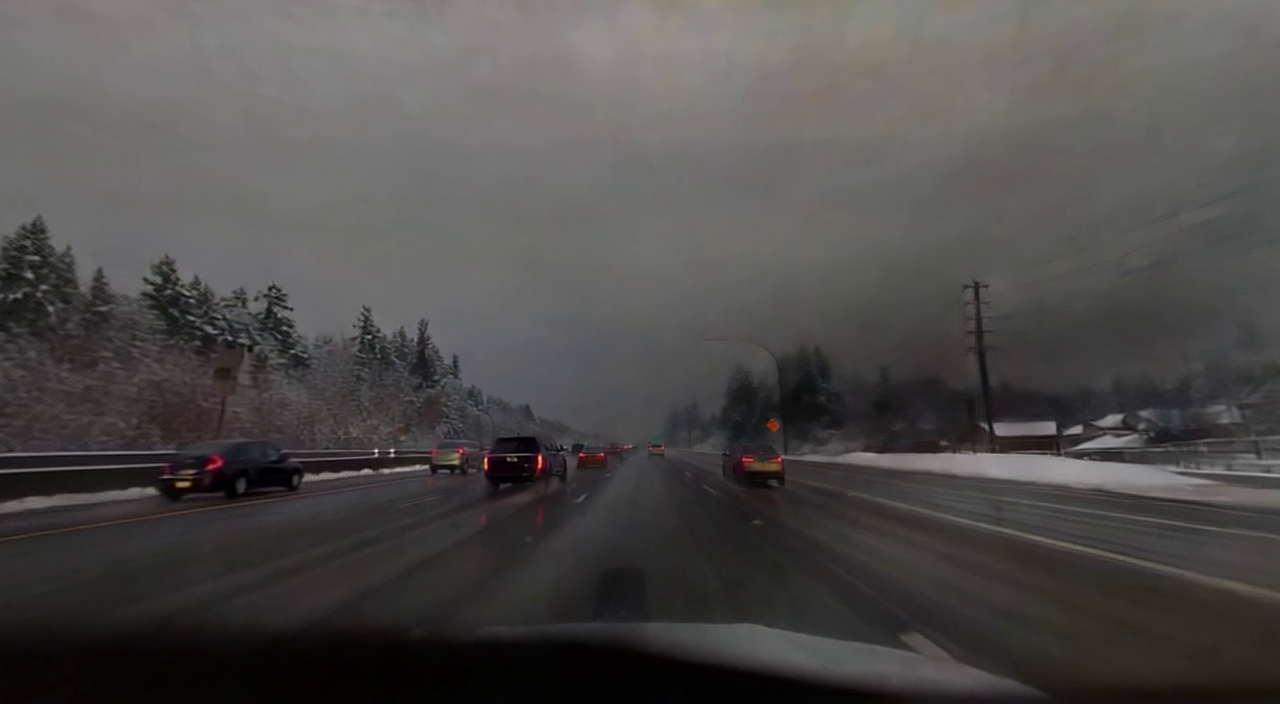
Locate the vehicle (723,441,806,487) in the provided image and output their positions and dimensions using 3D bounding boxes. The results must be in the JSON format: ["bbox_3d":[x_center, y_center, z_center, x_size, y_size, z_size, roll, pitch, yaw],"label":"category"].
[{"bbox_3d":[4.349,3.971,22.783,2.022,1.472,4.678,0,-8,0],"label":"vehicle"}]

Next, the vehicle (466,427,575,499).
[{"bbox_3d":[-3.220,3.116,18.036,2.133,1.775,4.530,0,-8,1],"label":"vehicle"}]

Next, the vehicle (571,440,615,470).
[{"bbox_3d":[-2.689,6.038,37.252,2.133,1.668,4.505,0,-8,2],"label":"vehicle"}]

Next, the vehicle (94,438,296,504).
[{"bbox_3d":[-11.239,3.006,16.446,1.877,1.458,4.543,0,-8,1],"label":"vehicle"}]
